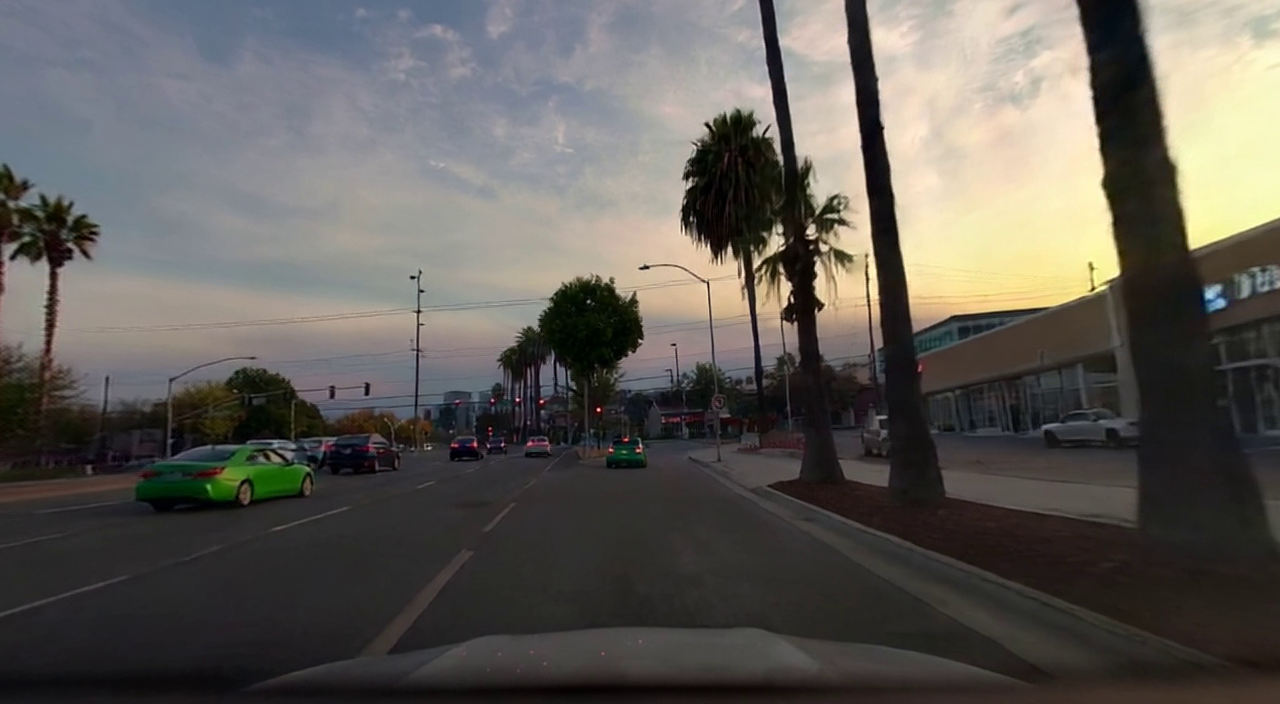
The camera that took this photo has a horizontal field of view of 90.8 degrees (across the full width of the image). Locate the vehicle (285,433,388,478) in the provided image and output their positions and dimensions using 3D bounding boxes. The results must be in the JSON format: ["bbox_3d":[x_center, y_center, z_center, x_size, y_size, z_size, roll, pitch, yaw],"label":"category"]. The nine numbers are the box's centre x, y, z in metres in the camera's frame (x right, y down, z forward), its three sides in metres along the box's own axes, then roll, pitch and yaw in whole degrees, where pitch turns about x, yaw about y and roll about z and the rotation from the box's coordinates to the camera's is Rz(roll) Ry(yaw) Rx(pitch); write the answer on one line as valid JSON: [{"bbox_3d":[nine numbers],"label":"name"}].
[{"bbox_3d":[-12.358,4.218,26.169,2.108,1.669,5.076,0,-8,-5],"label":"vehicle"}]

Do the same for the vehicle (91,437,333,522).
[{"bbox_3d":[-8.566,2.535,13.304,1.958,1.455,4.504,0,-8,0],"label":"vehicle"}]

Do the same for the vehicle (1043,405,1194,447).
[{"bbox_3d":[18.399,2.940,24.630,1.882,1.463,4.550,1,-9,-9],"label":"vehicle"}]

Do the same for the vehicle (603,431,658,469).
[{"bbox_3d":[-0.325,4.240,27.590,2.070,1.493,4.570,-1,-8,3],"label":"vehicle"}]

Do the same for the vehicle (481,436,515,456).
[{"bbox_3d":[-10.947,7.248,48.810,1.905,1.482,4.463,0,-8,-4],"label":"vehicle"}]
